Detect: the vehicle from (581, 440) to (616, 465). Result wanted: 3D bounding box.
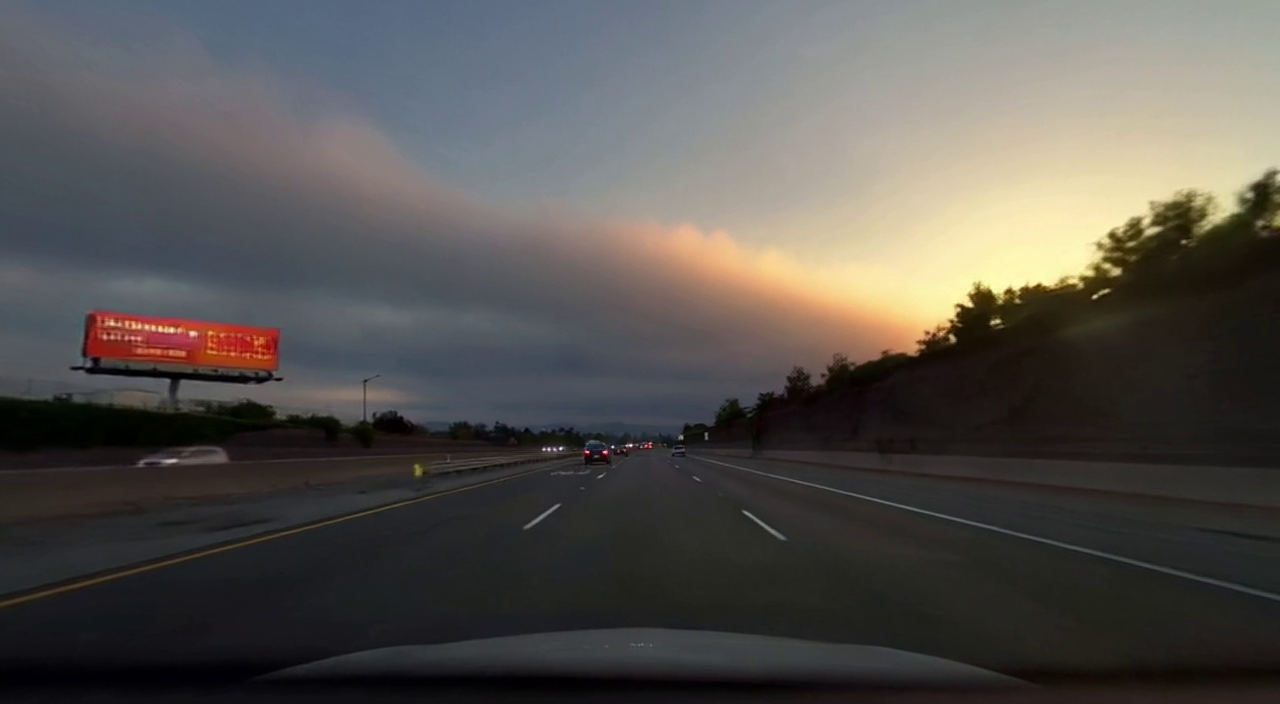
[{"bbox_3d":[-3.077,7.517,47.227,2.319,1.738,4.355,0,-8,0],"label":"vehicle"}]

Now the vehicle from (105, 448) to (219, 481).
[{"bbox_3d":[-23.459,5.523,31.220,2.009,1.450,4.562,0,-8,1],"label":"vehicle"}]
